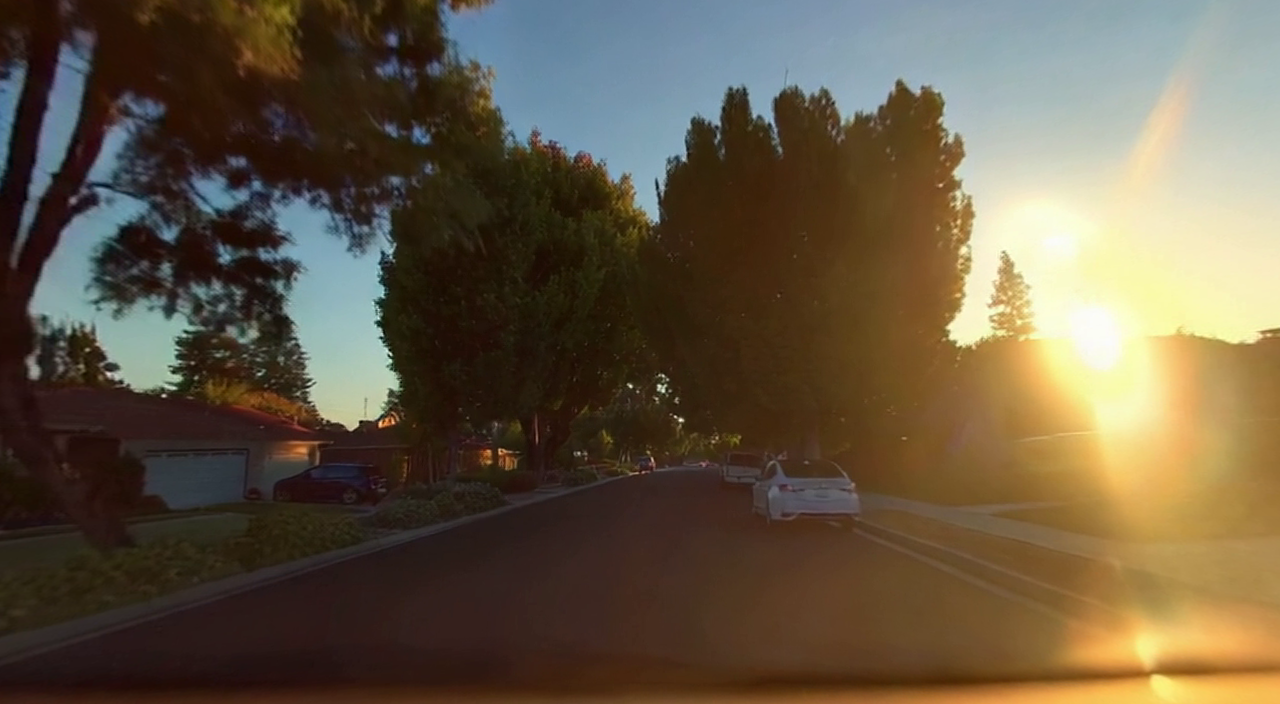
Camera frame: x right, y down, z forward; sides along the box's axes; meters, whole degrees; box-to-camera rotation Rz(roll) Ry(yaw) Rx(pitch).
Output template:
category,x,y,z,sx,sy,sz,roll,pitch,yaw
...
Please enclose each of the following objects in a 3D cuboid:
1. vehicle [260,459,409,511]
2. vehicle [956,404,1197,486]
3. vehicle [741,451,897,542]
category,x,y,z,sx,sy,sz,roll,pitch,yaw
vehicle,-11.283,4.904,23.551,4.511,1.809,2.018,-1,-10,5
vehicle,11.707,2.607,17.350,4.861,1.911,2.181,1,-13,6
vehicle,3.395,2.830,13.058,2.009,1.506,4.698,0,-9,2
